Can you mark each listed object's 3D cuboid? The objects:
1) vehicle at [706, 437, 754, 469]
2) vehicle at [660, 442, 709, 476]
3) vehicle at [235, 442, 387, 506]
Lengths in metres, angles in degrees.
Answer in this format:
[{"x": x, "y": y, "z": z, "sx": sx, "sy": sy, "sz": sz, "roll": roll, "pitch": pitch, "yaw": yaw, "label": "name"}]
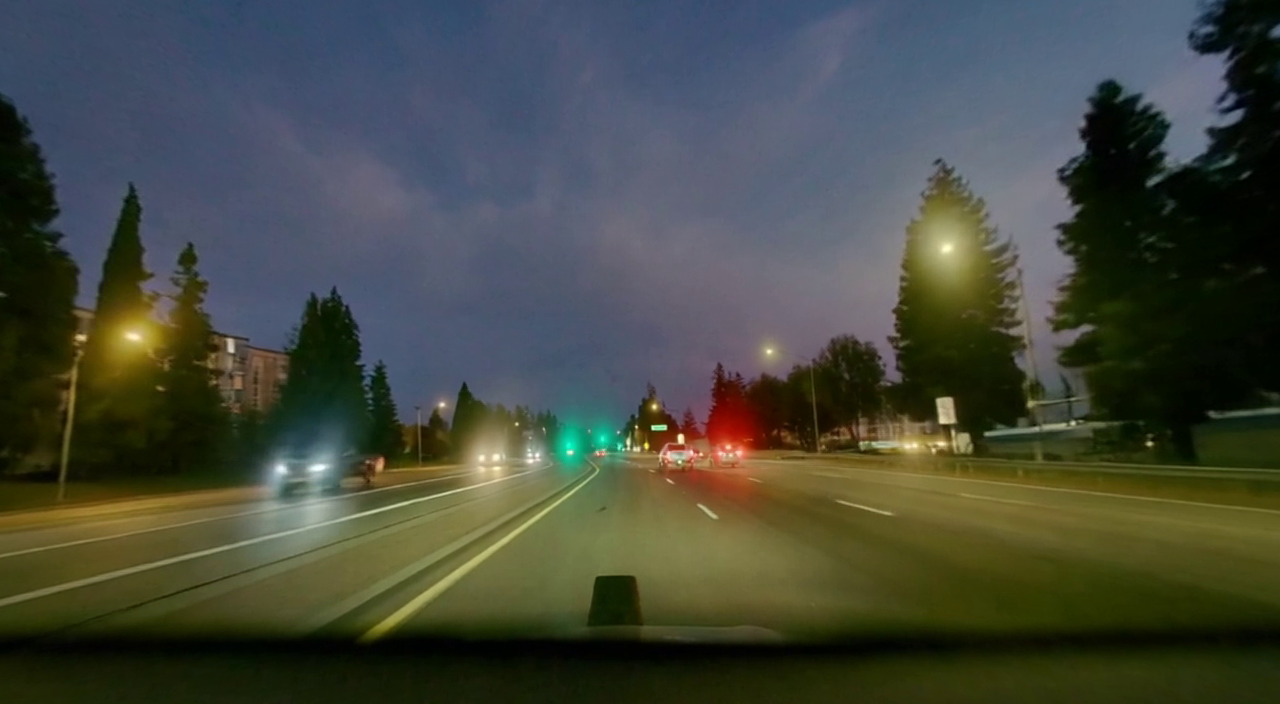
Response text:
[{"x": 5.300, "y": 5.995, "z": 37.688, "sx": 1.946, "sy": 1.773, "sz": 4.641, "roll": 0, "pitch": -9, "yaw": -3, "label": "vehicle"}, {"x": 2.170, "y": 5.329, "z": 31.742, "sx": 1.917, "sy": 1.538, "sz": 4.259, "roll": 0, "pitch": -9, "yaw": -3, "label": "vehicle"}, {"x": -9.149, "y": 3.398, "z": 18.148, "sx": 1.843, "sy": 1.564, "sz": 4.811, "roll": 0, "pitch": -9, "yaw": -1, "label": "vehicle"}]
